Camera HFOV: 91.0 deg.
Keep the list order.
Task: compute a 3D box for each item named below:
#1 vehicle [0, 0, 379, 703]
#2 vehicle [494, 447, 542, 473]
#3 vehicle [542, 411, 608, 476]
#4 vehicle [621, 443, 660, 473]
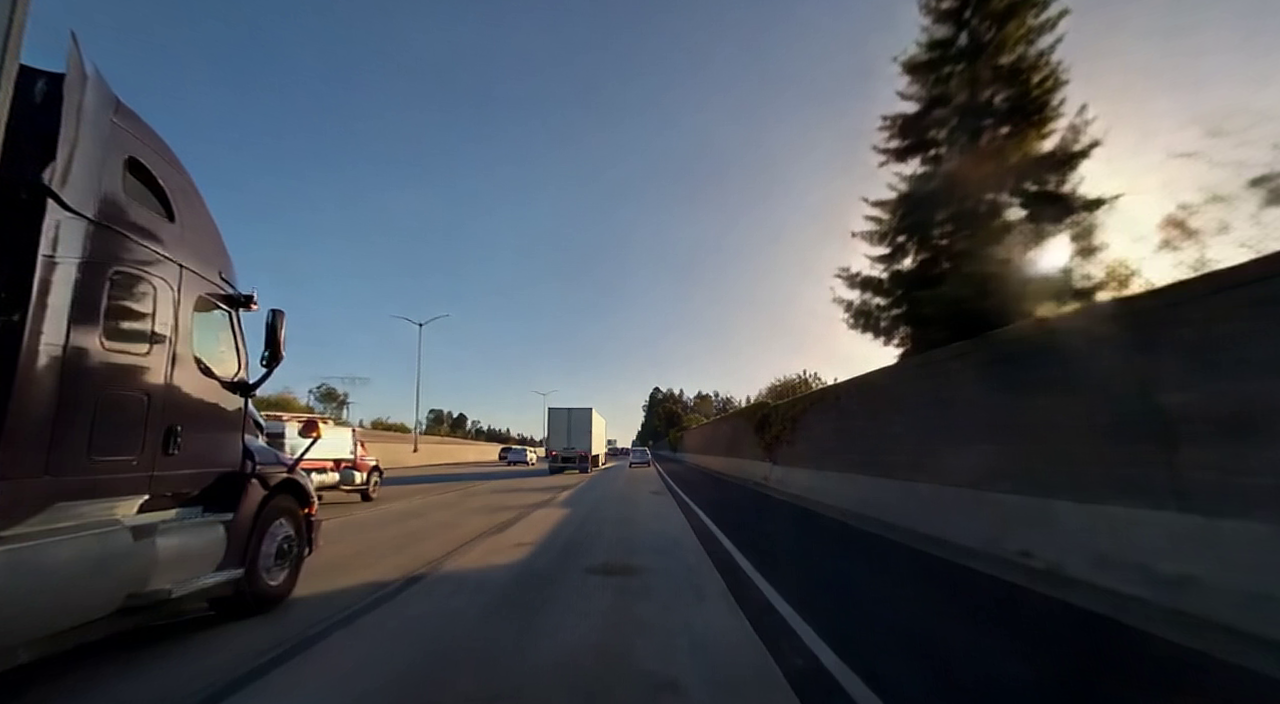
[{"bbox_3d":[-3.712,-0.089,0.281,3.025,3.266,9.256,0,-9,1],"label":"vehicle"},{"bbox_3d":[-7.249,6.456,37.841,1.962,1.489,4.002,0,-9,1],"label":"vehicle"},{"bbox_3d":[-3.627,5.490,37.676,2.956,3.331,9.575,0,-9,0],"label":"vehicle"},{"bbox_3d":[0.037,6.201,37.110,2.178,1.640,4.071,0,-9,1],"label":"vehicle"}]
